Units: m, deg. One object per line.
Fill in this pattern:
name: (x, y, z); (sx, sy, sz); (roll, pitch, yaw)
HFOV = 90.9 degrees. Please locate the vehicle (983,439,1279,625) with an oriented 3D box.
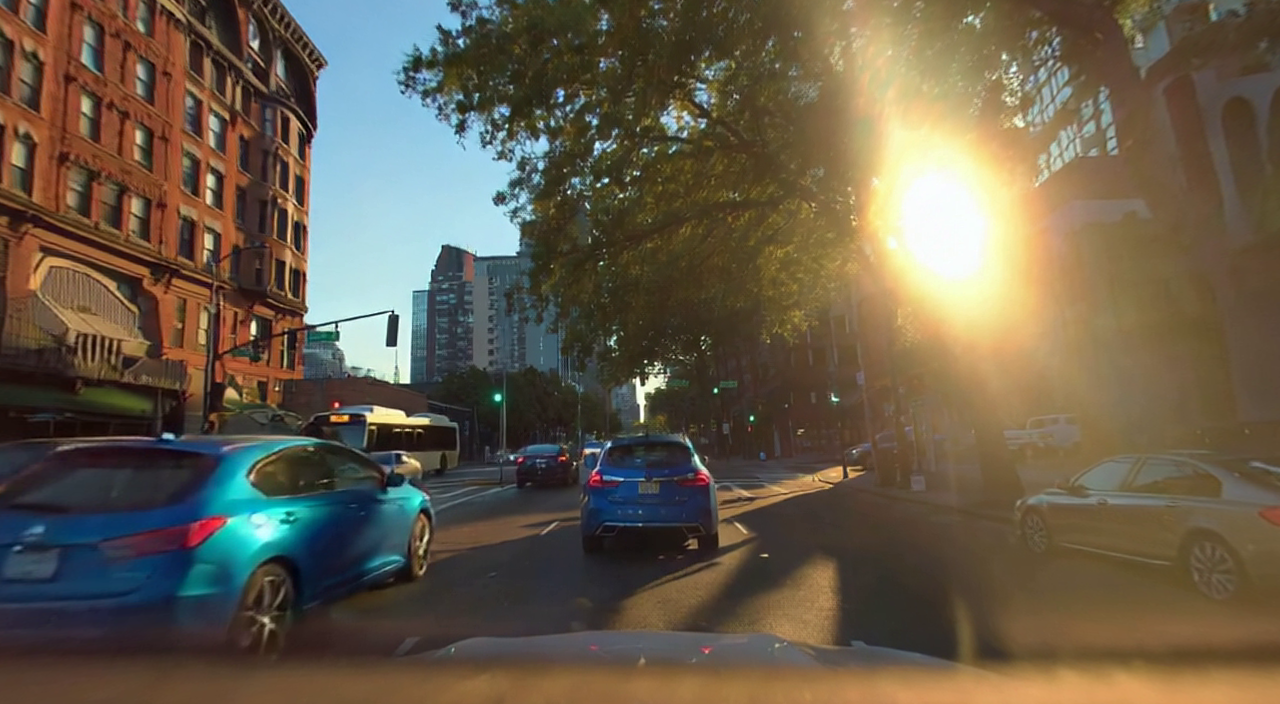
vehicle: (5.984, 1.710, 6.895); (1.873, 1.453, 4.579); (0, -9, 0)

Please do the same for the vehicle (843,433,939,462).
vehicle: (16.445, 6.283, 41.502); (5.345, 1.811, 2.175); (0, -9, -1)

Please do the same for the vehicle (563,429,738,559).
vehicle: (0.088, 1.914, 9.131); (2.022, 1.481, 3.564); (0, -9, -1)

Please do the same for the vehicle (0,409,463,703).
vehicle: (-3.115, 1.366, 5.261); (1.970, 1.492, 4.534); (0, -9, 0)

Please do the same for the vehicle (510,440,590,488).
vehicle: (-3.009, 3.847, 22.027); (2.131, 1.486, 4.089); (0, -9, 1)
